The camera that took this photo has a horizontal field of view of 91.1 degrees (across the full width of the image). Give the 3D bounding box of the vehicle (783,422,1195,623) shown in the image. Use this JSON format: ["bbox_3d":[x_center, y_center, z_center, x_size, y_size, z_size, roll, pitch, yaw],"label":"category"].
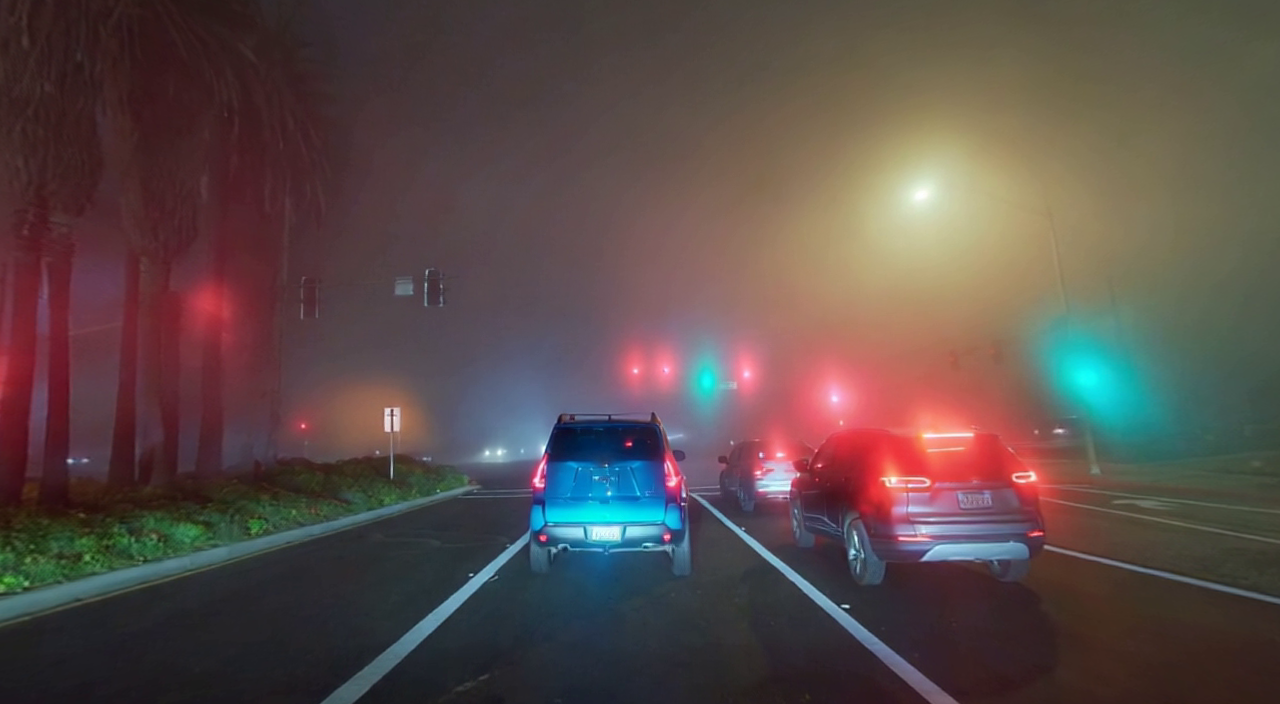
[{"bbox_3d":[3.112,1.607,6.967,1.971,1.473,4.495,0,-8,0],"label":"vehicle"}]

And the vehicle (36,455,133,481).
[{"bbox_3d":[-41.656,8.690,47.144,5.347,1.785,2.123,0,-8,2],"label":"vehicle"}]

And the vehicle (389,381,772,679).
[{"bbox_3d":[-0.340,1.316,5.690,2.172,1.694,4.055,0,-8,0],"label":"vehicle"}]
